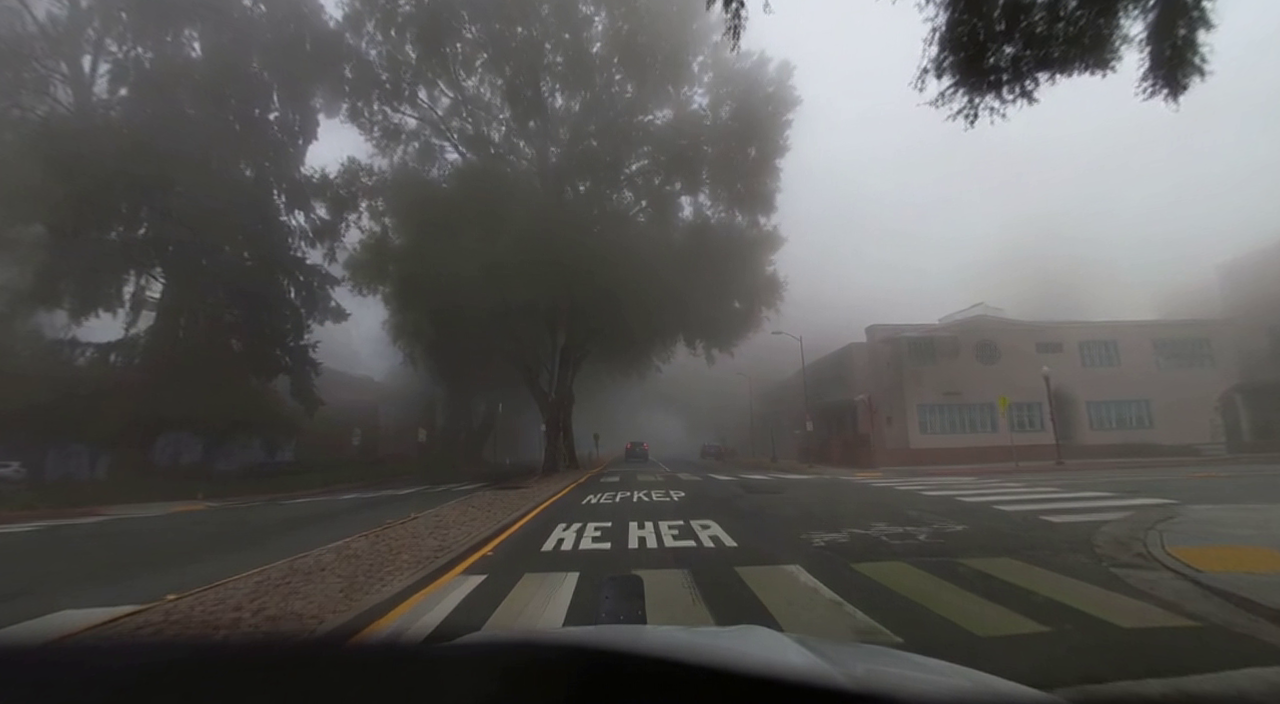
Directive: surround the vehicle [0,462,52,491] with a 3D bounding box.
[{"bbox_3d":[-36.885,7.189,36.484,1.871,1.523,4.028,0,-9,1],"label":"vehicle"}]
